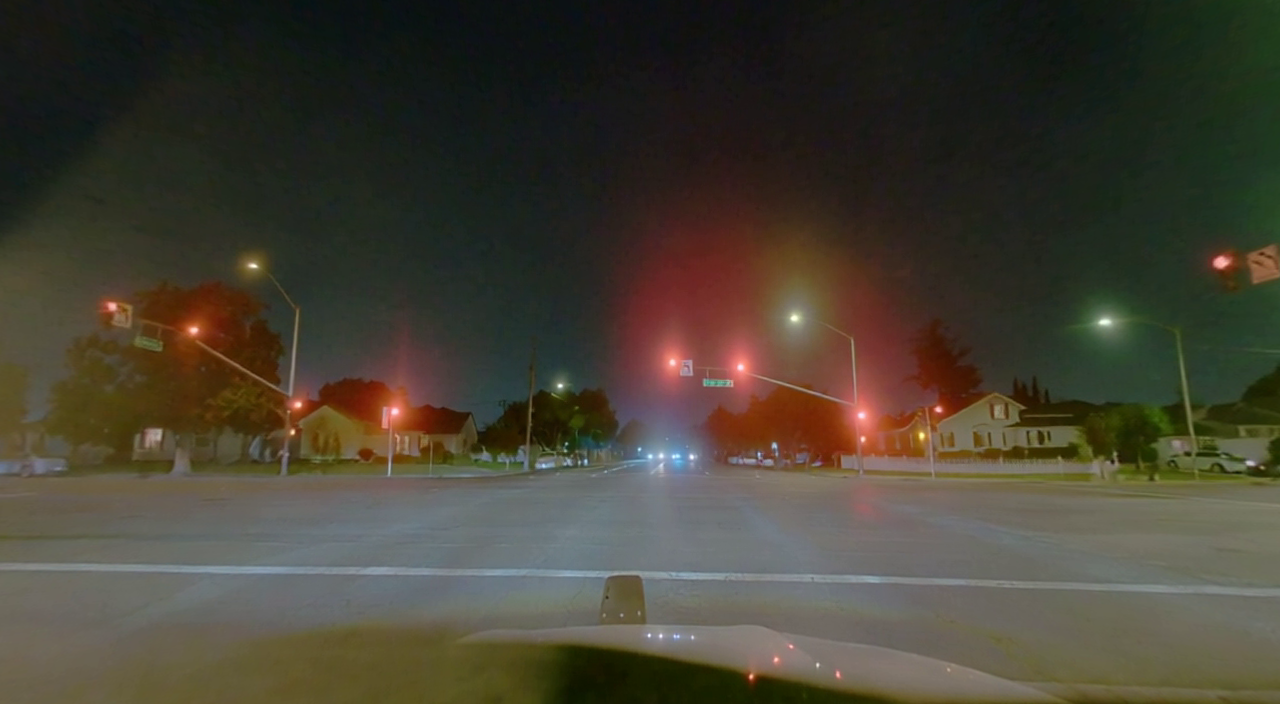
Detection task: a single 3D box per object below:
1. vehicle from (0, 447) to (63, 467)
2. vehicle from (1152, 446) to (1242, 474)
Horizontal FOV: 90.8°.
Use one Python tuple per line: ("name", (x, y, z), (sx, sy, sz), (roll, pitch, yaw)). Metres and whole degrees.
("vehicle", (-44.284, 7.526, 45.380), (3.949, 1.422, 1.744), (0, -9, 1))
("vehicle", (36.781, 7.105, 41.871), (1.853, 1.723, 4.460), (0, -9, 0))
